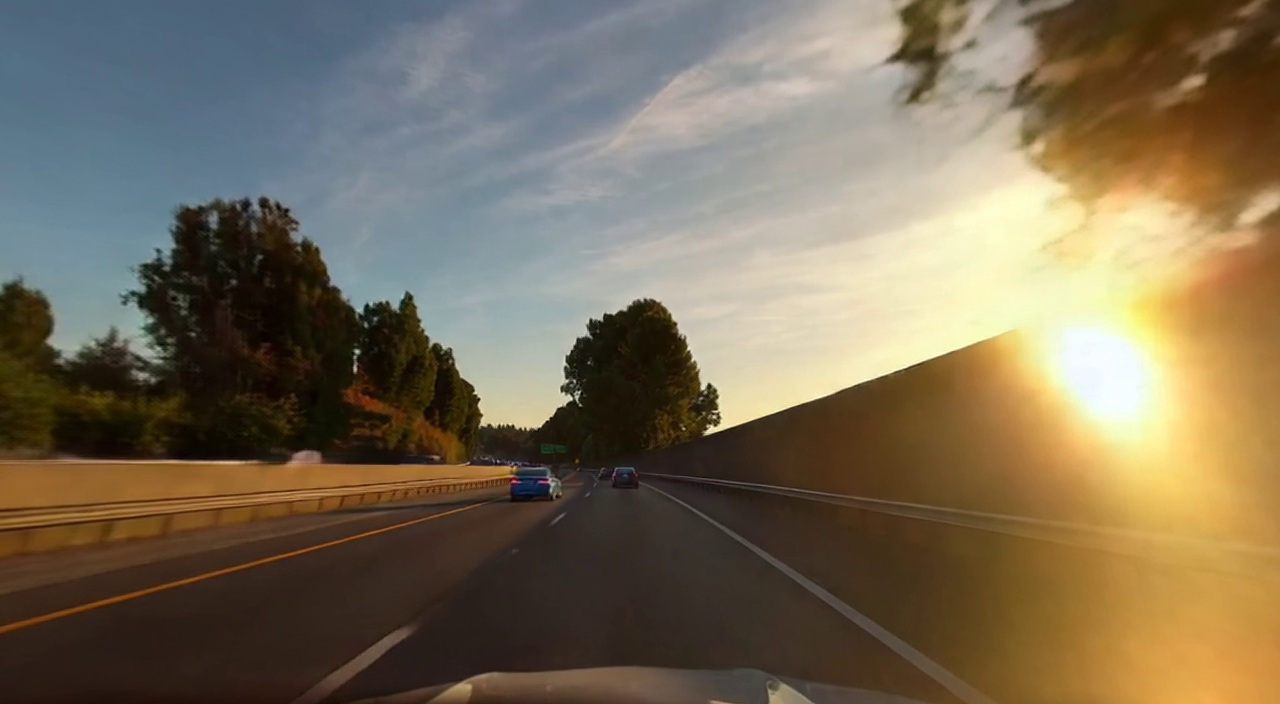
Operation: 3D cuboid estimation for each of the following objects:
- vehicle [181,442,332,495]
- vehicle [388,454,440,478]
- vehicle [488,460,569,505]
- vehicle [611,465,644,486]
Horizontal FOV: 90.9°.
[{"bbox_3d":[-12.496,3.873,21.019,2.114,1.518,4.635,1,-11,0],"label":"vehicle"},{"bbox_3d":[-17.505,8.908,48.996,2.289,1.672,4.818,2,-10,-1],"label":"vehicle"},{"bbox_3d":[-4.159,4.989,24.346,2.310,1.521,4.731,1,-11,-1],"label":"vehicle"},{"bbox_3d":[-0.929,9.387,48.005,2.363,1.526,4.687,1,-11,-1],"label":"vehicle"}]
